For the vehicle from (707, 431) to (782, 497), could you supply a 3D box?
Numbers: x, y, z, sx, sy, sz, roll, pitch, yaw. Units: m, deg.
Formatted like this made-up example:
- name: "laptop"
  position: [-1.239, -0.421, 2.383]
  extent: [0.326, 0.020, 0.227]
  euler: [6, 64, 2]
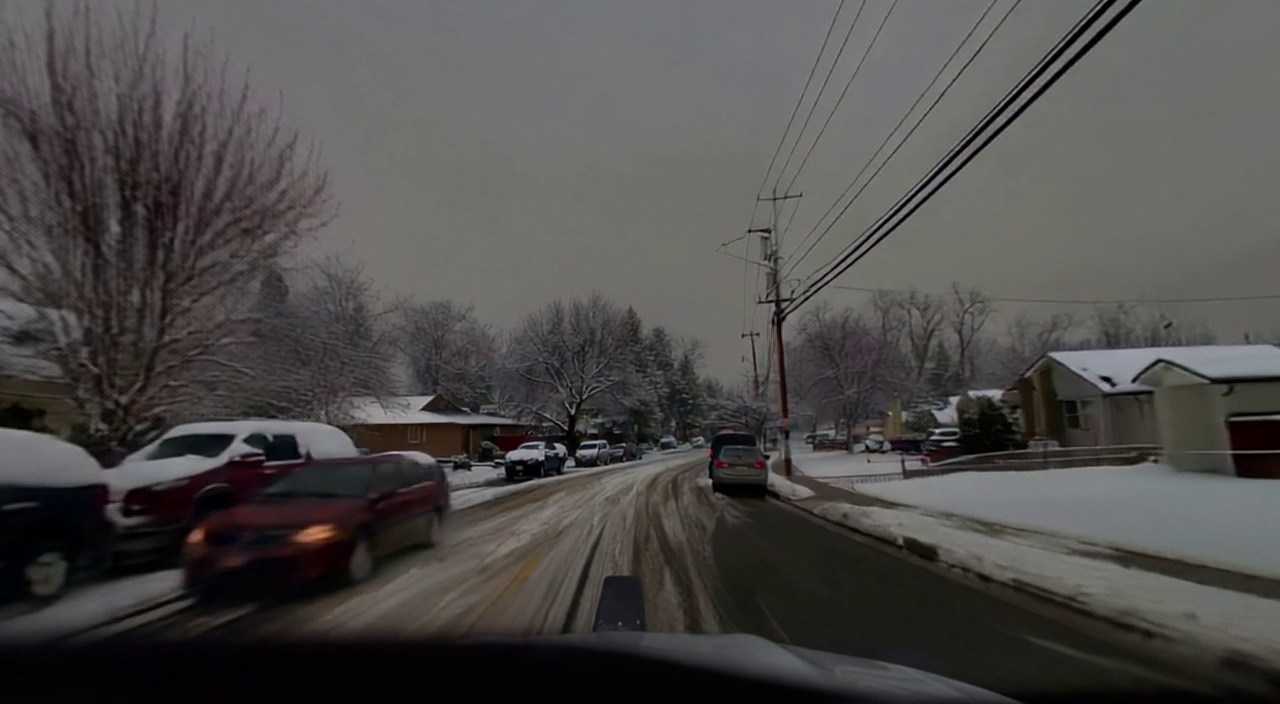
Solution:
- name: "vehicle"
  position: [3.175, 3.497, 20.147]
  extent: [2.032, 1.810, 5.047]
  euler: [-1, -9, 6]

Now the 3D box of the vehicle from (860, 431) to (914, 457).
- name: "vehicle"
  position: [17.013, 6.353, 43.697]
  extent: [2.079, 1.675, 3.855]
  euler: [0, -9, -1]

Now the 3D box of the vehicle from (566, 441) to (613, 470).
- name: "vehicle"
  position: [-3.421, 7.182, 44.012]
  extent: [2.192, 1.873, 4.985]
  euler: [-1, -9, 9]

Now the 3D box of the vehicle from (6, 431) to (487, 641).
- name: "vehicle"
  position: [-3.644, 1.779, 7.236]
  extent: [2.448, 1.475, 4.568]
  euler: [-4, -9, 3]

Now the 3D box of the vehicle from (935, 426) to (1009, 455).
- name: "vehicle"
  position: [22.220, 6.000, 42.491]
  extent: [2.253, 1.805, 4.842]
  euler: [1, -9, -1]

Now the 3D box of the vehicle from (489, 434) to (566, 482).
- name: "vehicle"
  position: [-5.481, 5.316, 31.623]
  extent: [2.353, 2.037, 5.358]
  euler: [-5, -11, 6]
